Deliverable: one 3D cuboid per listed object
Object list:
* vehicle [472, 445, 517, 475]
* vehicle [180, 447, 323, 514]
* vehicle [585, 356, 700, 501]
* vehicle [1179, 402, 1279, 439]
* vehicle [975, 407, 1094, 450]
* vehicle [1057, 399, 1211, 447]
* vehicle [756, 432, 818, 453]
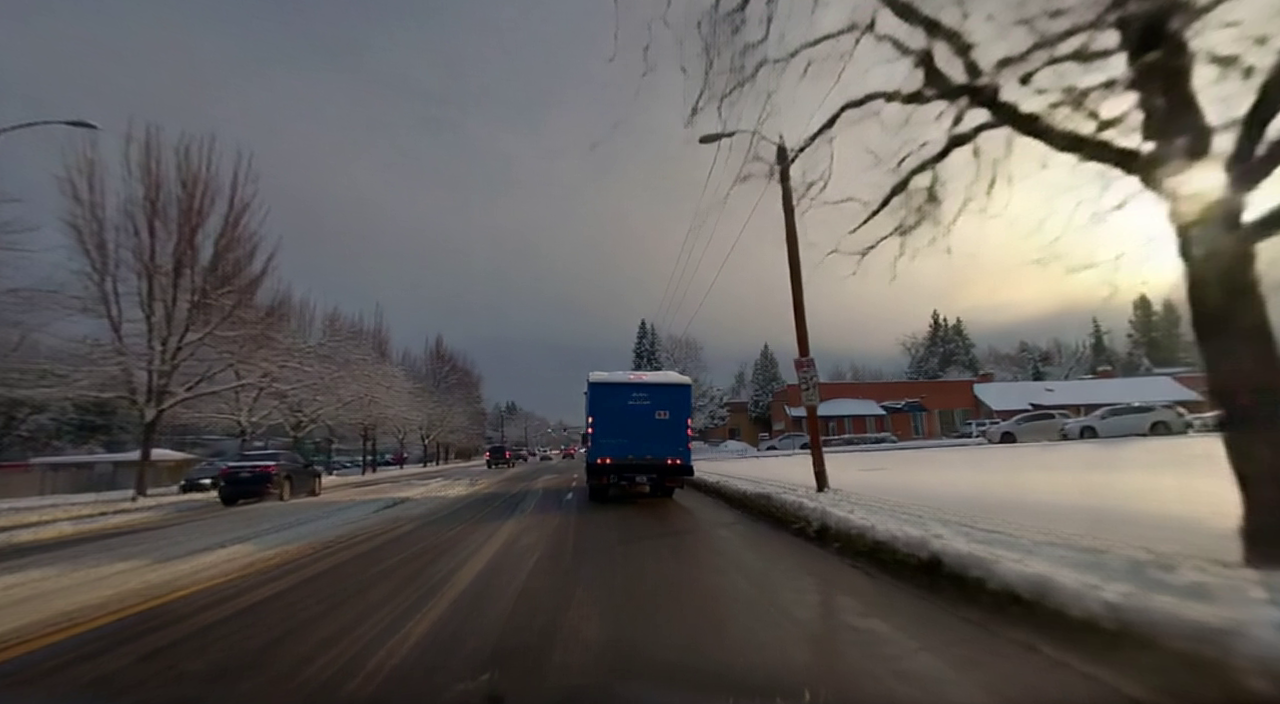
[{"bbox_3d":[-9.226,6.849,40.163,2.095,1.759,4.433,0,-9,-3],"label":"vehicle"},{"bbox_3d":[-10.908,3.577,18.071,1.958,1.672,4.283,1,-9,-10],"label":"vehicle"},{"bbox_3d":[-0.321,2.577,20.318,2.905,3.644,8.807,1,-9,-5],"label":"vehicle"},{"bbox_3d":[28.662,3.322,30.146,1.827,1.498,3.785,-3,-9,-7],"label":"vehicle"},{"bbox_3d":[17.984,3.583,28.948,1.880,1.804,4.679,1,-9,-9],"label":"vehicle"},{"bbox_3d":[23.250,3.497,29.983,2.220,1.981,5.827,2,-9,-6],"label":"vehicle"},{"bbox_3d":[11.441,7.041,48.914,4.321,1.579,1.823,1,-8,-4],"label":"vehicle"}]
